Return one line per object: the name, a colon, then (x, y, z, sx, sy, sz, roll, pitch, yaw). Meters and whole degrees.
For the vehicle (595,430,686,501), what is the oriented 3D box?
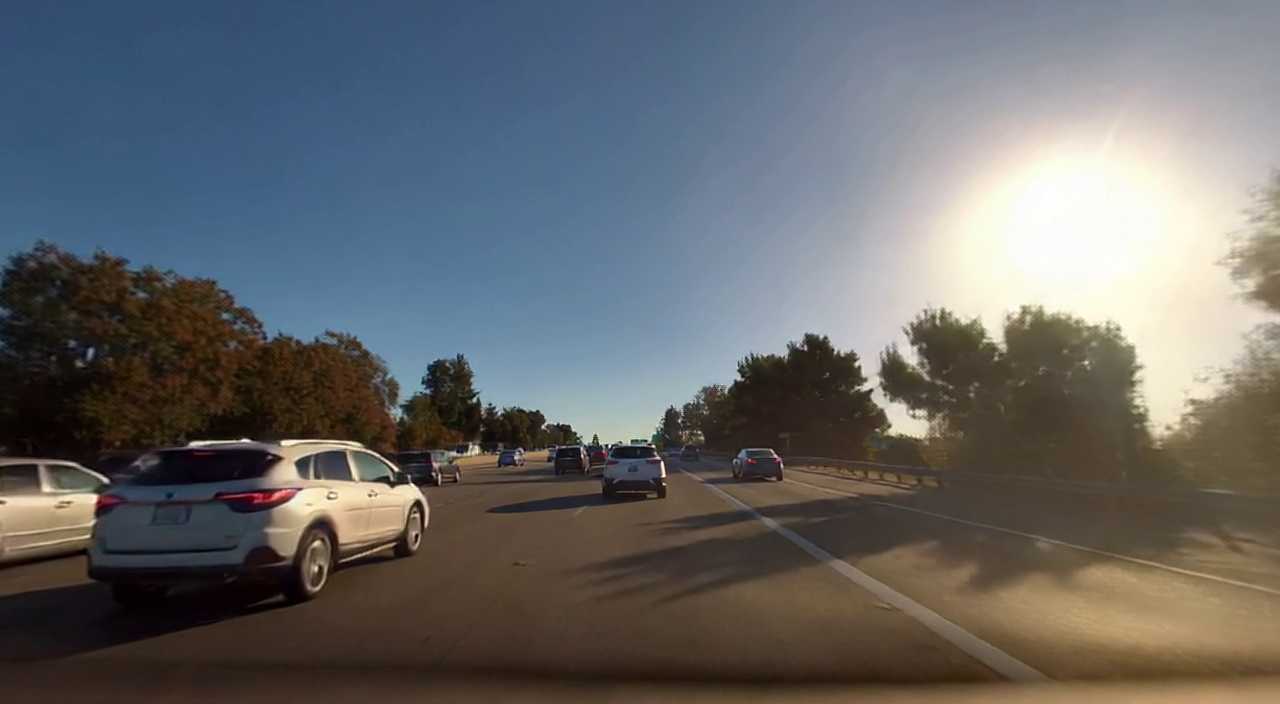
vehicle: (0.025, 3.085, 17.476, 2.223, 1.722, 4.177, 0, -8, 0)

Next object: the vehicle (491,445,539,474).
vehicle: (-7.326, 6.320, 37.194, 1.931, 1.617, 4.060, 0, -8, 1)

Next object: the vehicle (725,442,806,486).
vehicle: (4.620, 4.195, 23.934, 2.006, 1.474, 4.669, 0, -8, -1)

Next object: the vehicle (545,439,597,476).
vehicle: (-3.549, 5.516, 33.165, 2.142, 1.808, 4.266, 0, -8, 1)

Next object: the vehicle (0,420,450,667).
vehicle: (-3.571, 1.502, 6.113, 2.011, 1.498, 4.341, 0, -8, 1)
